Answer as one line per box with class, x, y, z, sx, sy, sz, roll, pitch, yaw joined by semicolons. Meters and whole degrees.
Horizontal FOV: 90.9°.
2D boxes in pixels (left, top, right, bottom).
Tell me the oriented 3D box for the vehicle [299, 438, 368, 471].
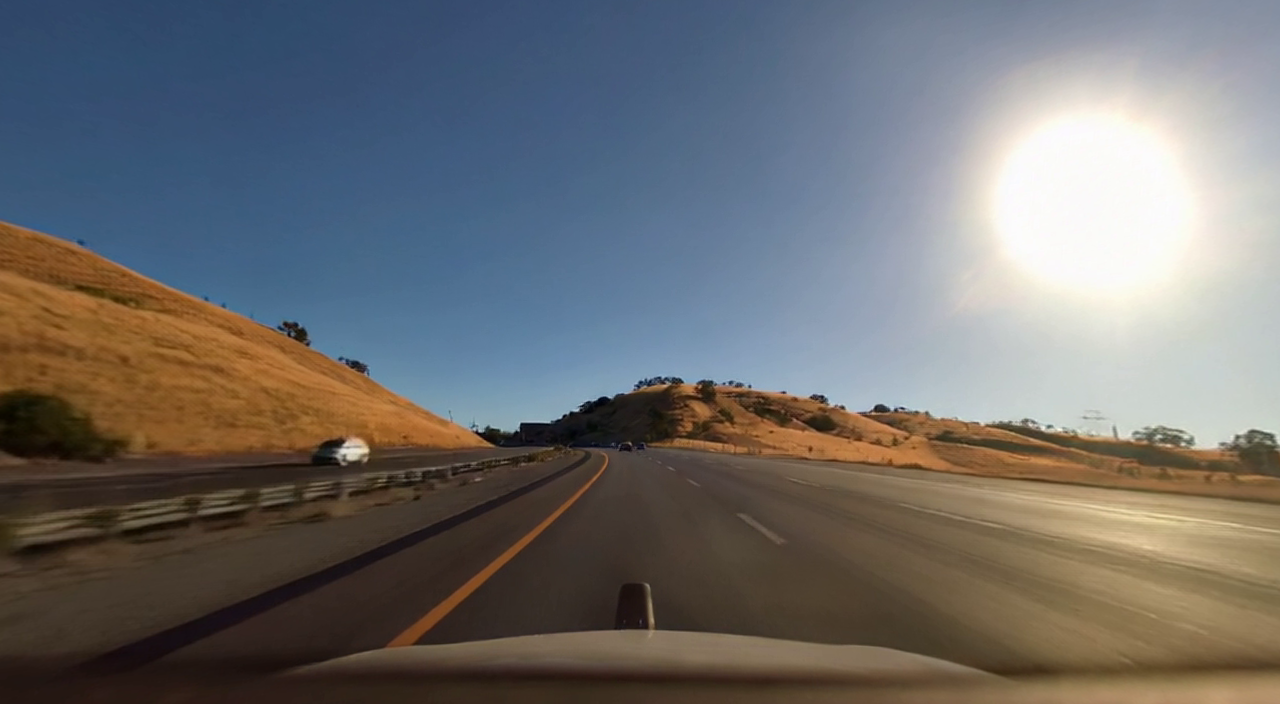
vehicle;-18.354;6.105;38.027;1.963;1.828;4.594;-1;-8;-2
